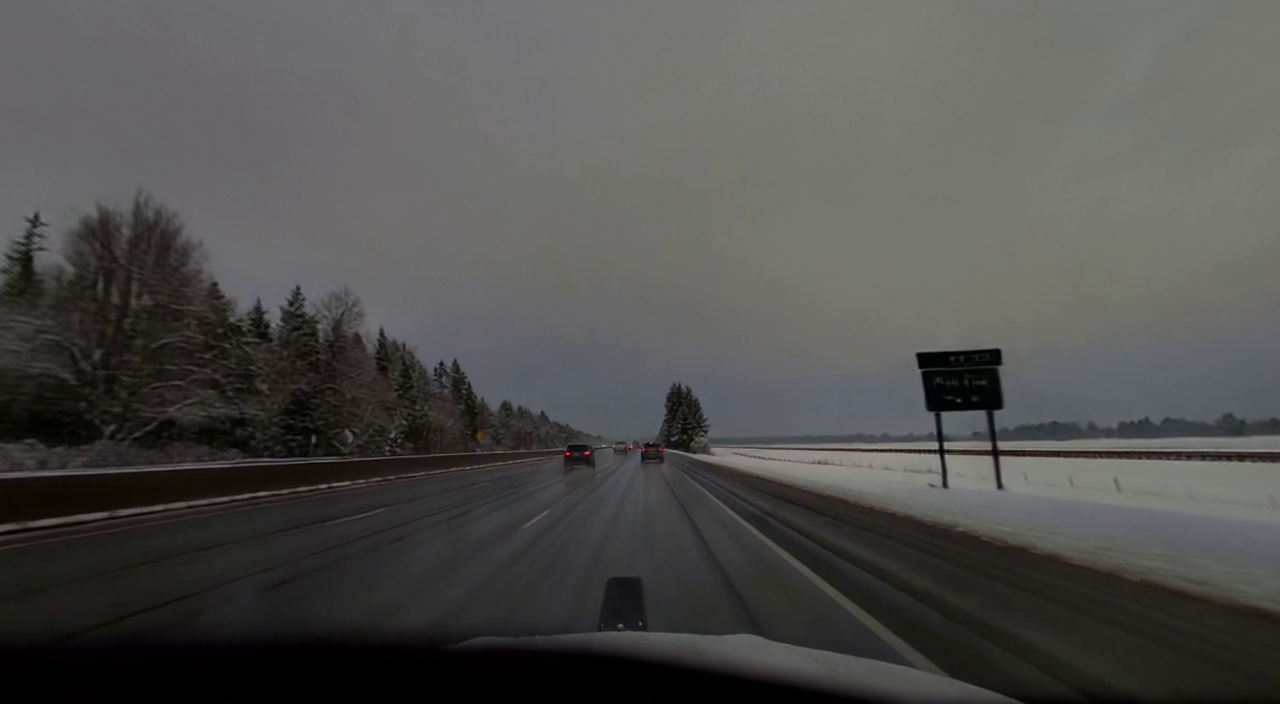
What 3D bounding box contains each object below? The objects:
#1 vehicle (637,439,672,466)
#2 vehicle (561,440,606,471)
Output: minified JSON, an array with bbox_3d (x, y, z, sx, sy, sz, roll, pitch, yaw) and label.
[{"bbox_3d":[0.988,6.964,43.848,2.259,1.697,4.106,0,-8,1],"label":"vehicle"},{"bbox_3d":[-3.143,5.868,35.891,2.028,1.634,4.441,-1,-8,2],"label":"vehicle"}]
